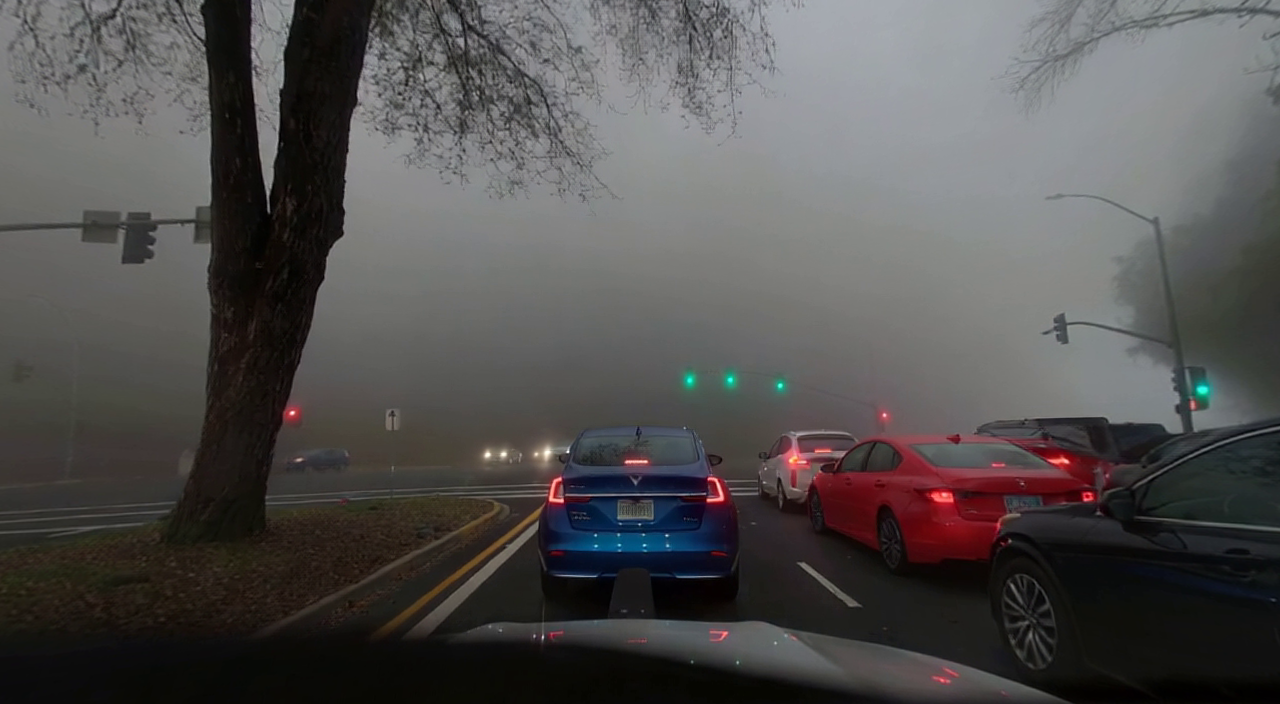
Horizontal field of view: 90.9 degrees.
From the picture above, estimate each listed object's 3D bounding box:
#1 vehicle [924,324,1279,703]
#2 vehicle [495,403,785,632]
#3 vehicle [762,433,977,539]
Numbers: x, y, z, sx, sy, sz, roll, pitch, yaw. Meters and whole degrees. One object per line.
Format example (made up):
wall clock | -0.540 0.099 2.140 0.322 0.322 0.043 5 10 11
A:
vehicle | 3.725 0.929 3.424 2.162 1.829 4.519 0 -9 -1
vehicle | -0.014 1.476 6.508 2.074 1.631 3.793 0 -9 0
vehicle | 3.699 2.255 11.293 2.054 1.482 4.654 0 -9 -1
